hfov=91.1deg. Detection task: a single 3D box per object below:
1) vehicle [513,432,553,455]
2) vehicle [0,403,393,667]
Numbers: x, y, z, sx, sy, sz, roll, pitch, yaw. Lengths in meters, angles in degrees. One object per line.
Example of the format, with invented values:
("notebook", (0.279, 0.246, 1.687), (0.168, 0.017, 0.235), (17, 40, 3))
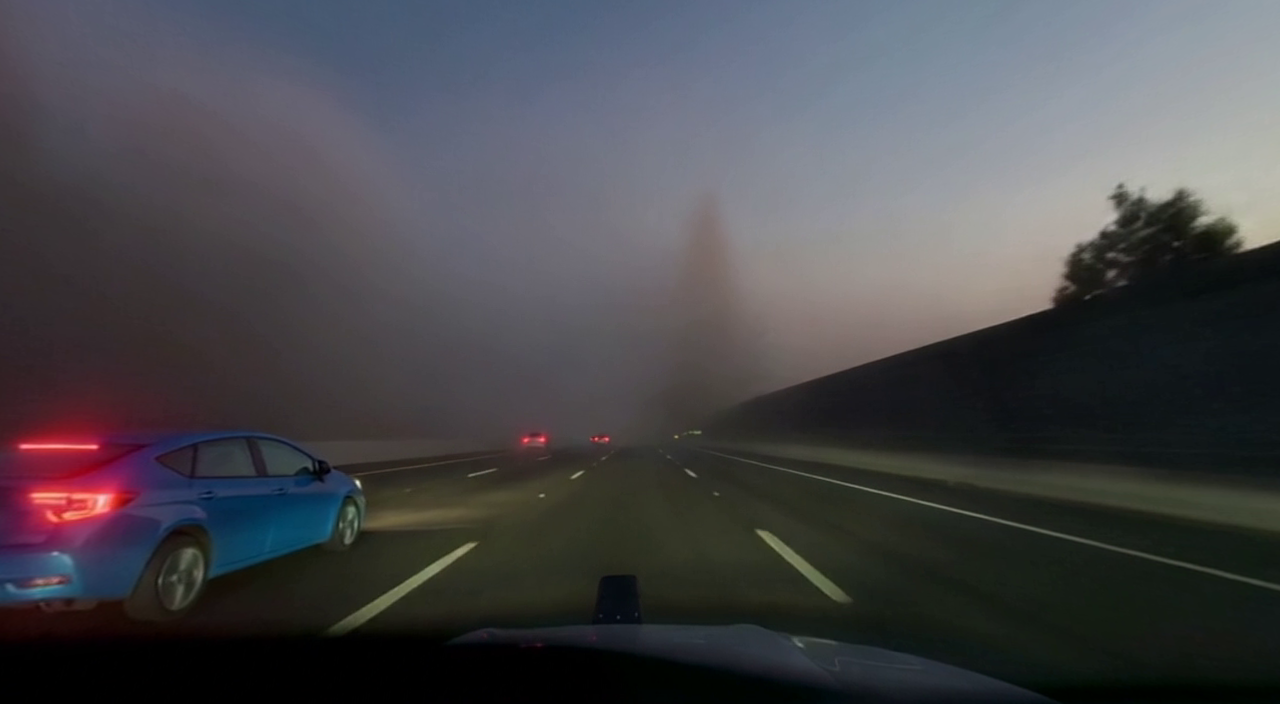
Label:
("vehicle", (-7.912, 6.781, 46.844), (2.053, 1.582, 4.878), (0, -8, 1))
("vehicle", (-4.071, 1.313, 5.613), (2.079, 1.500, 3.881), (0, -8, 1))
